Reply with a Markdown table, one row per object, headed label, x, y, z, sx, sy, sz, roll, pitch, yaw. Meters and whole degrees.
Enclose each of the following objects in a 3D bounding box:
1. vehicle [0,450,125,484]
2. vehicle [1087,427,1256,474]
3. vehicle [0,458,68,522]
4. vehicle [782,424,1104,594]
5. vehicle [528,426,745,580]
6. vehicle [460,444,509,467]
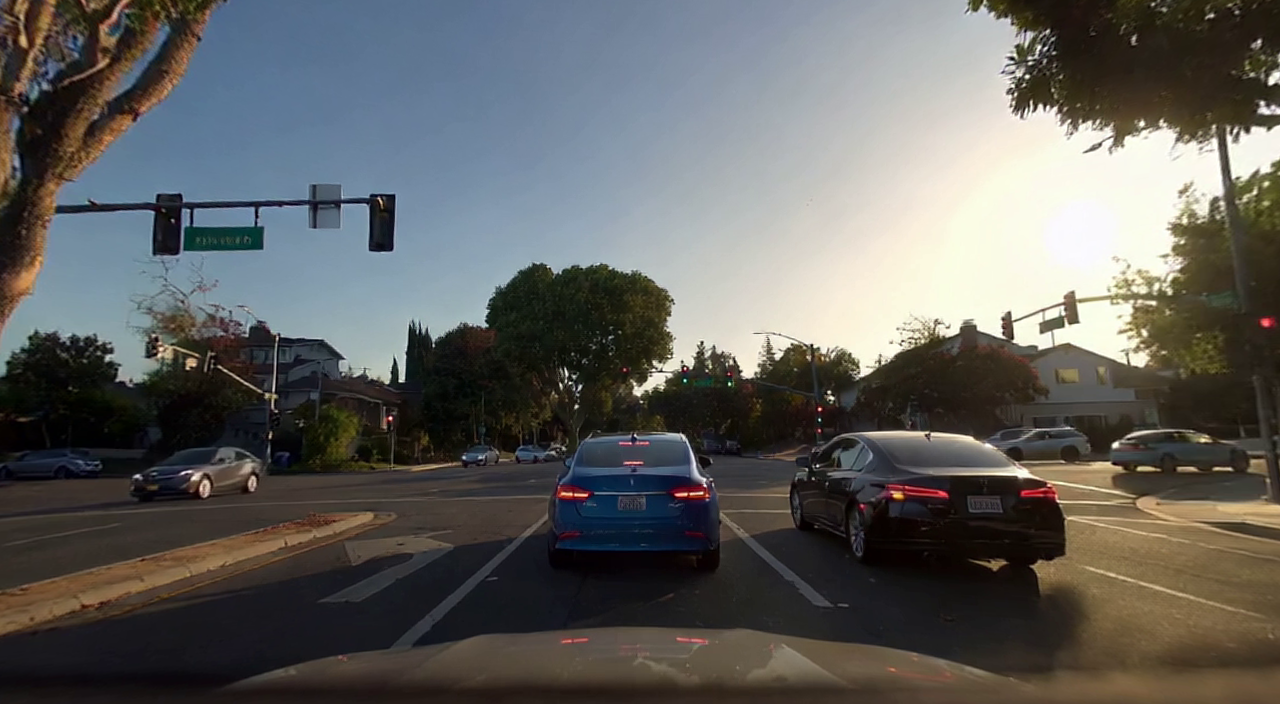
| label | x | y | z | sx | sy | sz | roll | pitch | yaw |
| --- | --- | --- | --- | --- | --- | --- | --- | --- | --- |
| vehicle | -28.419 | 5.621 | 31.044 | 4.538 | 1.591 | 1.949 | 0 | -8 | 2 |
| vehicle | 22.601 | 4.208 | 27.074 | 5.073 | 1.916 | 2.290 | 0 | -8 | 2 |
| vehicle | -18.065 | 3.920 | 18.247 | 2.132 | 1.491 | 4.592 | 4 | -9 | -43 |
| vehicle | 3.181 | 1.714 | 7.763 | 1.913 | 1.505 | 4.097 | 0 | -8 | 0 |
| vehicle | -0.056 | 1.777 | 8.258 | 2.103 | 1.478 | 4.073 | 0 | -8 | -1 |
| vehicle | -11.083 | 7.406 | 45.361 | 2.102 | 1.531 | 5.072 | 0 | -8 | 2 |
